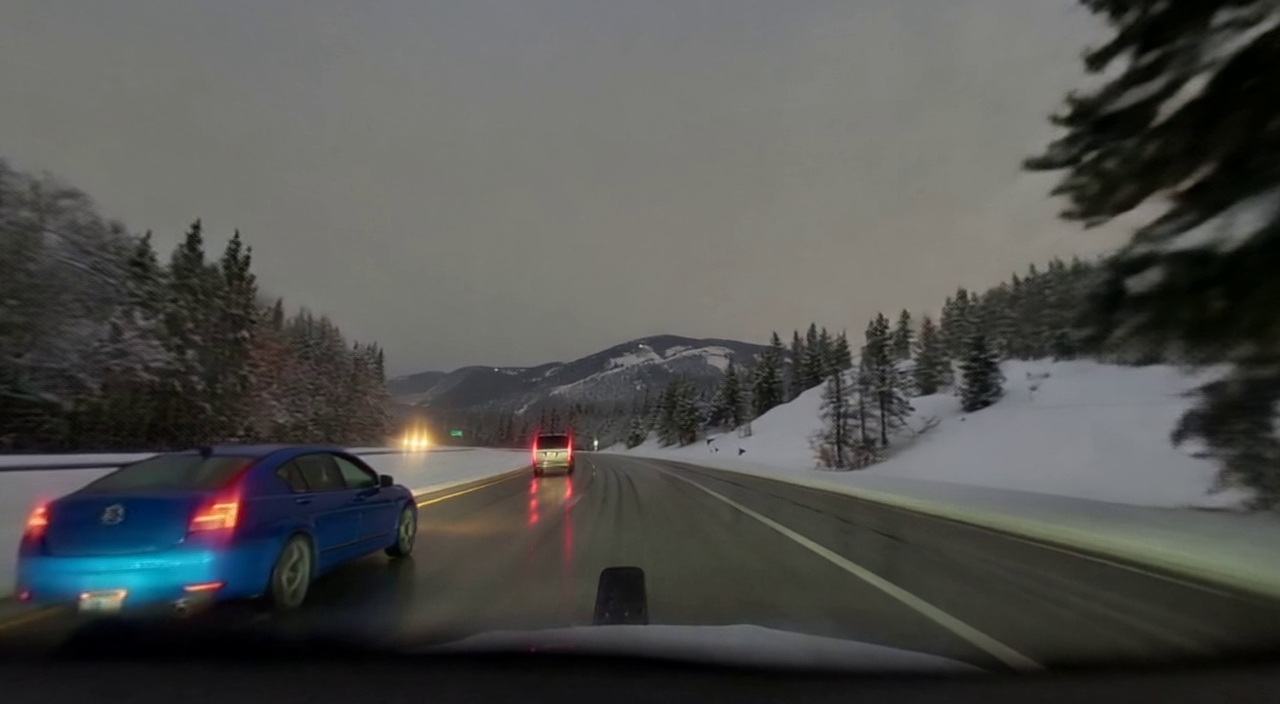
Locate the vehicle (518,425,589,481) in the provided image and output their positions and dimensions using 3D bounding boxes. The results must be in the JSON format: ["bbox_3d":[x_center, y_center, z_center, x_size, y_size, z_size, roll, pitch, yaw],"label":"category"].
[{"bbox_3d":[-3.692,4.457,28.072,2.444,2.204,5.568,0,-9,-1],"label":"vehicle"}]

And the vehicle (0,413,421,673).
[{"bbox_3d":[-4.022,1.474,6.073,2.097,1.511,4.585,-1,-9,1],"label":"vehicle"}]
